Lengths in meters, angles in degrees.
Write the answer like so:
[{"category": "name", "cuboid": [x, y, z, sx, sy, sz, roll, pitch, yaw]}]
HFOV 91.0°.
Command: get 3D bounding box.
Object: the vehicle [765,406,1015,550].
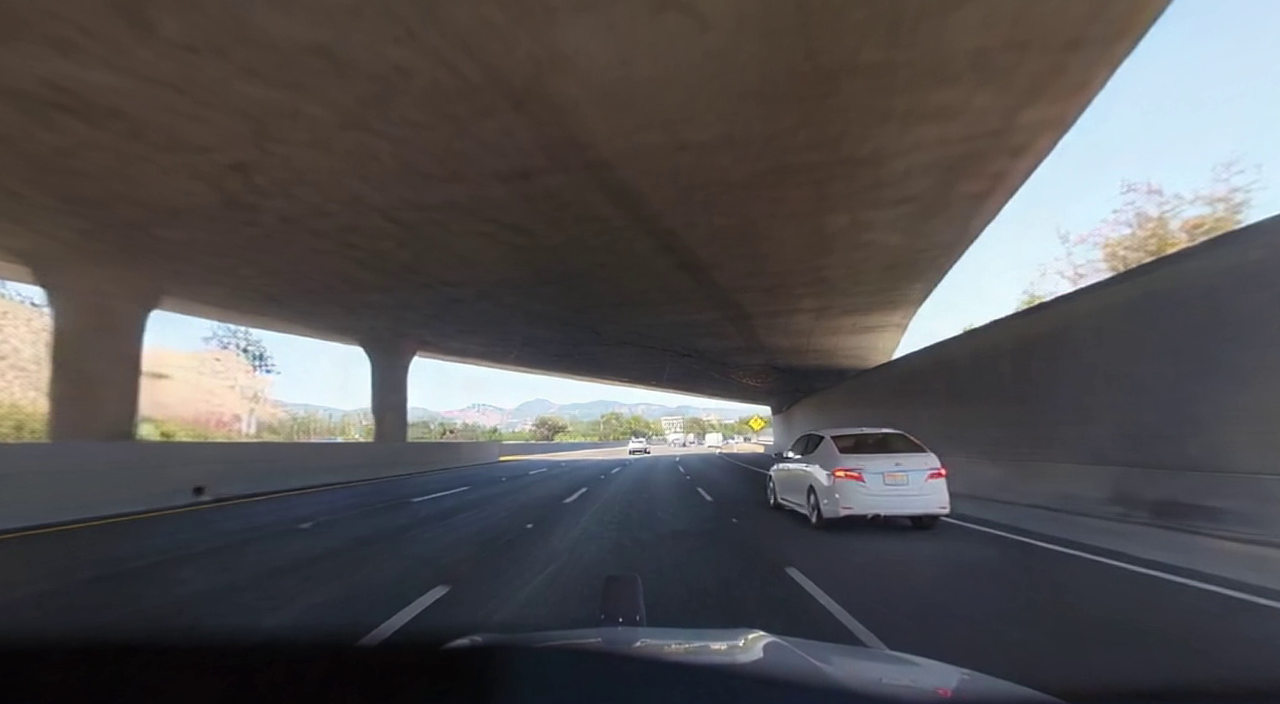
[{"category": "vehicle", "cuboid": [3.448, 1.838, 9.778, 2.090, 1.715, 4.228, 0, -8, 0]}]
